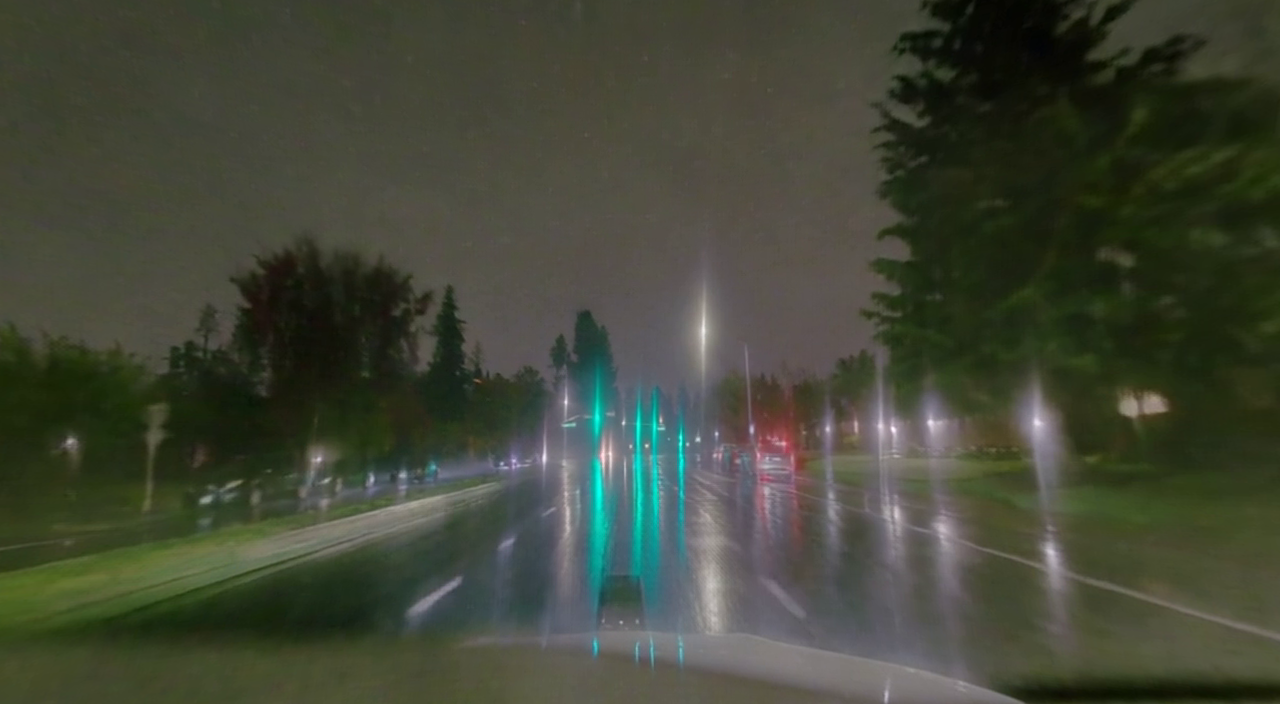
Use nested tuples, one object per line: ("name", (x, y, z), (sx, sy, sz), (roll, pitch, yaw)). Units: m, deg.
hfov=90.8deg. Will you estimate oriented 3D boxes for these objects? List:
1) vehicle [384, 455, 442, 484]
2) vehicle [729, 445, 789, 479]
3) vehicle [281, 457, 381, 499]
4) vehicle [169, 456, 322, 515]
("vehicle", (-12.843, 6.663, 36.042), (1.812, 1.454, 4.351), (0, -9, -1))
("vehicle", (5.584, 5.186, 30.114), (1.875, 1.466, 4.355), (0, -9, -2))
("vehicle", (-12.769, 5.207, 26.482), (1.817, 1.485, 4.687), (0, -9, 0))
("vehicle", (-12.742, 4.310, 20.869), (2.078, 1.618, 4.650), (0, -9, -1))
